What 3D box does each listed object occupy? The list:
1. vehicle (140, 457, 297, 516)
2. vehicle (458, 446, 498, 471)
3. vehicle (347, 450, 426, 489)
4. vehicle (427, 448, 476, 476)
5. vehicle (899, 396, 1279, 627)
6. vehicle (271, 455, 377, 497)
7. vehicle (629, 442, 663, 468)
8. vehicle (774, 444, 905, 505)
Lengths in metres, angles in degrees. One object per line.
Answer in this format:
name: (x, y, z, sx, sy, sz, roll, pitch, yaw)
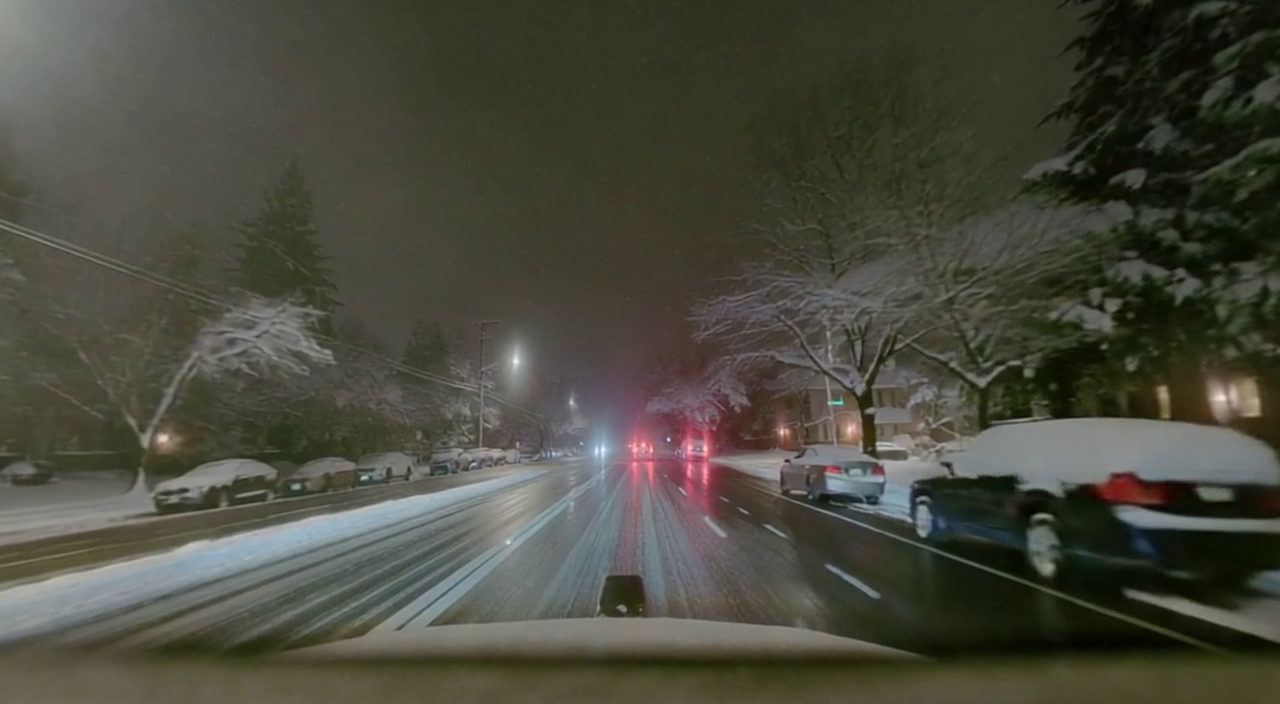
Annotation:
vehicle: (-12.502, 3.968, 19.137, 1.877, 1.505, 4.125, 0, -9, 0)
vehicle: (-12.440, 8.190, 48.811, 1.904, 1.805, 5.100, 1, -9, -3)
vehicle: (-12.202, 5.650, 30.825, 1.905, 1.503, 5.015, -4, -8, -1)
vehicle: (-12.557, 7.328, 42.416, 1.938, 1.738, 4.516, 0, -9, -1)
vehicle: (5.156, 1.628, 7.479, 2.078, 1.813, 4.827, 0, -9, 0)
vehicle: (-12.358, 4.848, 25.065, 1.916, 1.463, 4.564, 0, -9, -1)
vehicle: (0.335, 6.459, 39.738, 2.022, 1.471, 3.973, 0, -9, -1)
vehicle: (5.271, 3.284, 17.453, 1.978, 1.438, 4.716, 1, -9, -1)
